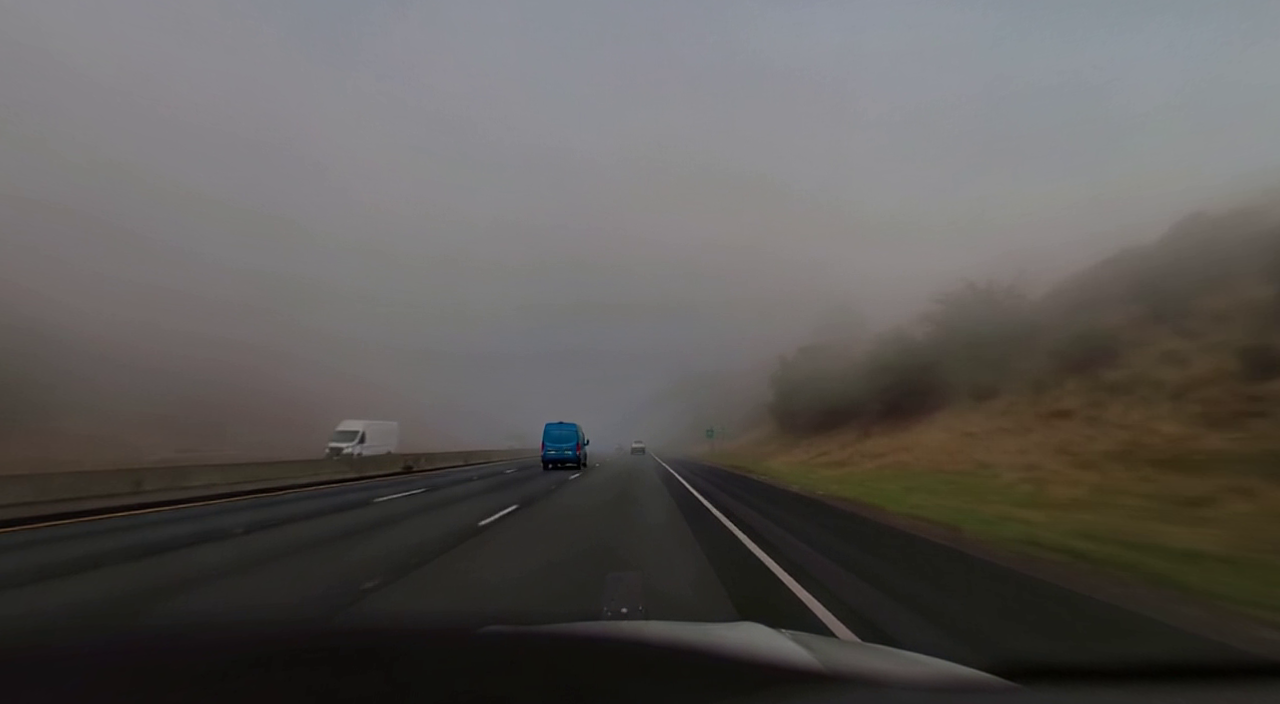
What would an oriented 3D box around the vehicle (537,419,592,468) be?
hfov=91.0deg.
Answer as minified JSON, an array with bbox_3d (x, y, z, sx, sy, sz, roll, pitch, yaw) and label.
[{"bbox_3d":[-4.011,5.002,34.434,2.329,2.483,5.428,0,-8,0],"label":"vehicle"}]
